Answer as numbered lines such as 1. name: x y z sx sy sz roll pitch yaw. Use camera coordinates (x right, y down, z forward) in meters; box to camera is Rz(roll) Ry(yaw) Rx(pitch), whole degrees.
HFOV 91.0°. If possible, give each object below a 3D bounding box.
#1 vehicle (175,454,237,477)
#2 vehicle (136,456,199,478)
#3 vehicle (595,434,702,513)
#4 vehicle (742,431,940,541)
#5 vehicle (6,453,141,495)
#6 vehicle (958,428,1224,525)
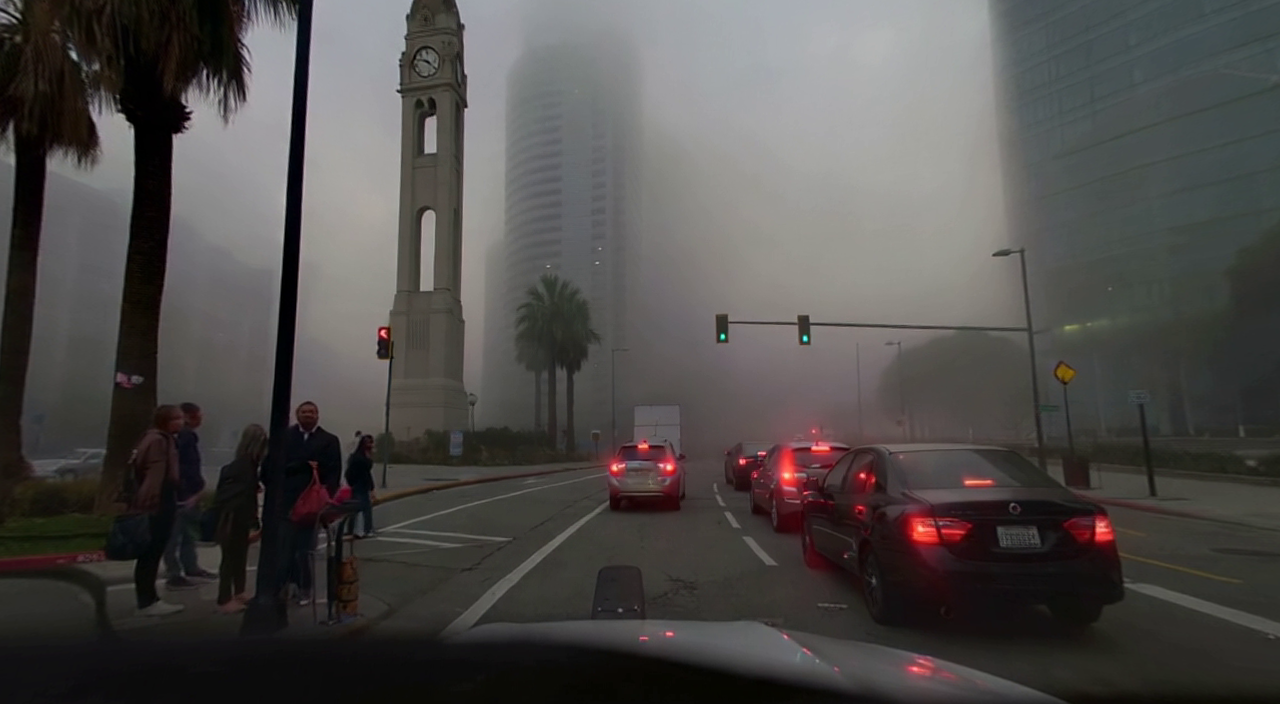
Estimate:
1. vehicle: -33.714 8.793 49.031 1.907 1.690 4.456 1 -9 -5
2. vehicle: -36.834 8.978 49.207 1.700 1.527 4.445 1 -9 -4
3. vehicle: 0.186 2.610 13.970 2.048 1.503 3.681 0 -9 1
4. vehicle: 3.100 2.164 10.839 1.913 1.469 4.425 0 -9 0
5. vehicle: -26.689 5.716 29.946 2.105 1.793 4.812 0 -9 -3
6. vehicle: 8.180 2.276 12.056 1.859 1.508 4.259 0 -9 -1
